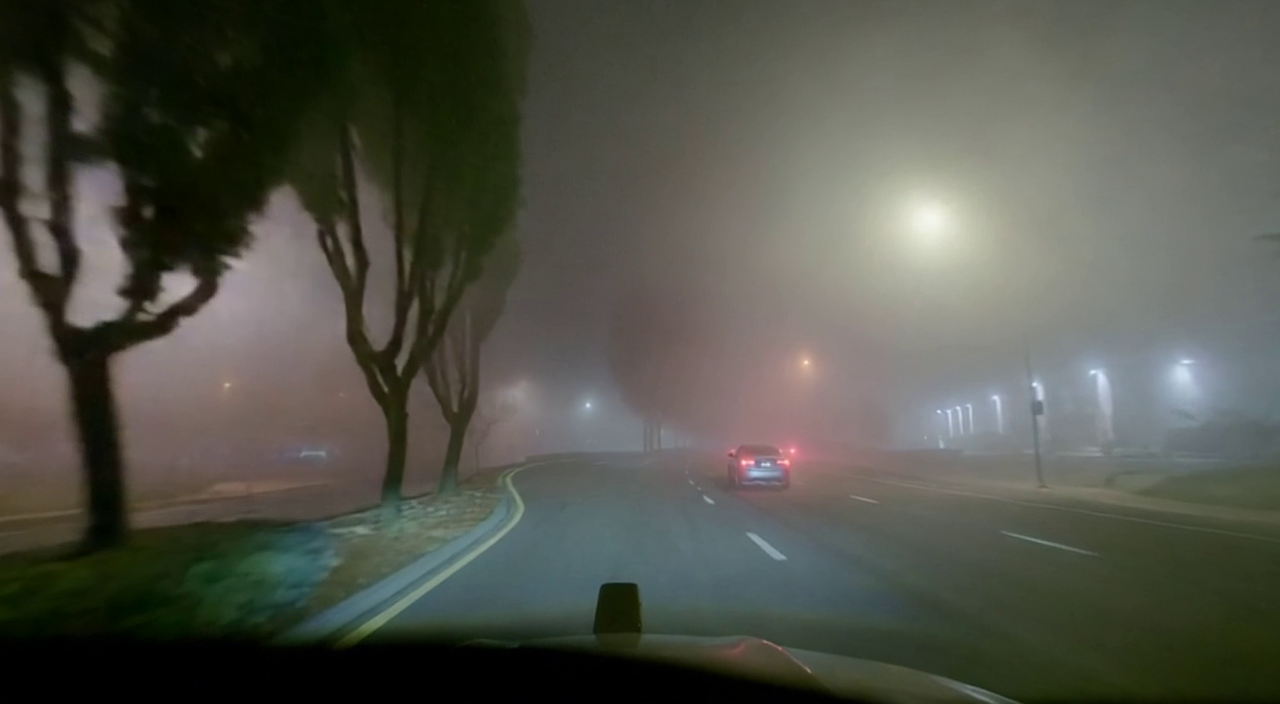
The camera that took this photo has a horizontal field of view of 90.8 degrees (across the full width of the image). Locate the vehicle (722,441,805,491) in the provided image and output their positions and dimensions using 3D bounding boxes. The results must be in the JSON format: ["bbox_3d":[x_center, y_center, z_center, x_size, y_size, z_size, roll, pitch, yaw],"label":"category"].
[{"bbox_3d":[4.012,3.791,21.316,1.928,1.481,4.453,0,-9,0],"label":"vehicle"}]
